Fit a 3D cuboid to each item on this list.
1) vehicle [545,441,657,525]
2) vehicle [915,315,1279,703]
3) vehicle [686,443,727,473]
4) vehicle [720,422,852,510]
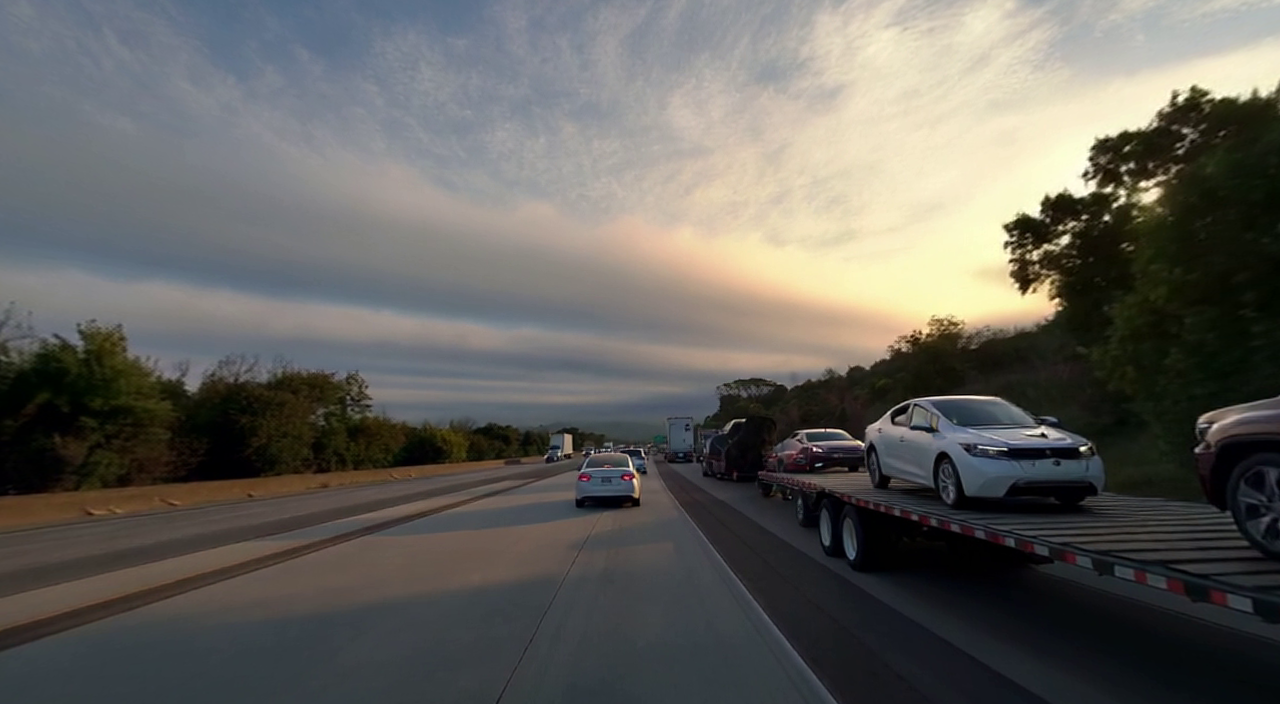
[{"bbox_3d":[-0.686,2.614,13.082,1.991,1.466,3.675,0,-9,0],"label":"vehicle"},{"bbox_3d":[3.476,0.899,3.377,1.959,1.783,4.407,0,-9,0],"label":"vehicle"},{"bbox_3d":[3.916,6.312,37.734,1.938,1.660,4.223,0,-9,0],"label":"vehicle"},{"bbox_3d":[3.406,2.773,15.615,2.303,1.889,3.920,0,-9,0],"label":"vehicle"}]
